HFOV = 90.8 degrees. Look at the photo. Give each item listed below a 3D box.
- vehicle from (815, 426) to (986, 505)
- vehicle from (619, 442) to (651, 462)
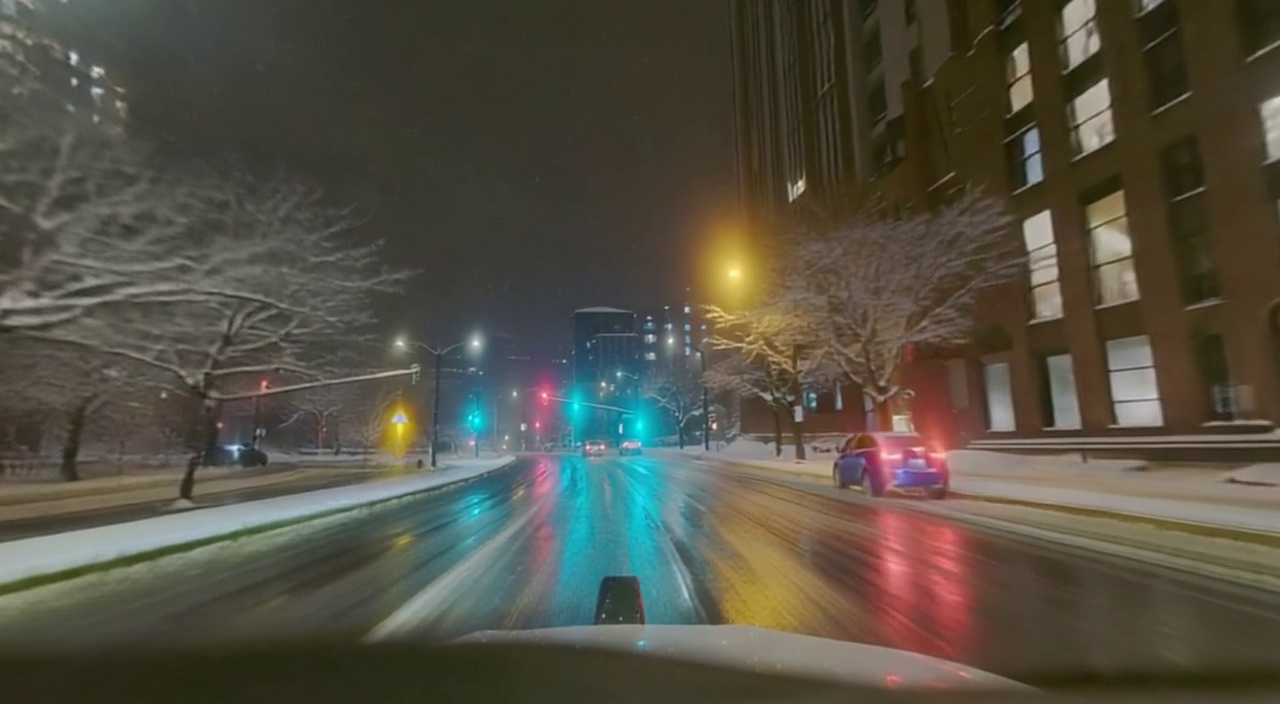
[{"bbox_3d":[6.164,2.740,15.755,2.042,1.635,4.858,0,-8,-2],"label":"vehicle"},{"bbox_3d":[-0.412,7.758,49.110,1.918,1.479,4.468,1,-8,-8],"label":"vehicle"}]
